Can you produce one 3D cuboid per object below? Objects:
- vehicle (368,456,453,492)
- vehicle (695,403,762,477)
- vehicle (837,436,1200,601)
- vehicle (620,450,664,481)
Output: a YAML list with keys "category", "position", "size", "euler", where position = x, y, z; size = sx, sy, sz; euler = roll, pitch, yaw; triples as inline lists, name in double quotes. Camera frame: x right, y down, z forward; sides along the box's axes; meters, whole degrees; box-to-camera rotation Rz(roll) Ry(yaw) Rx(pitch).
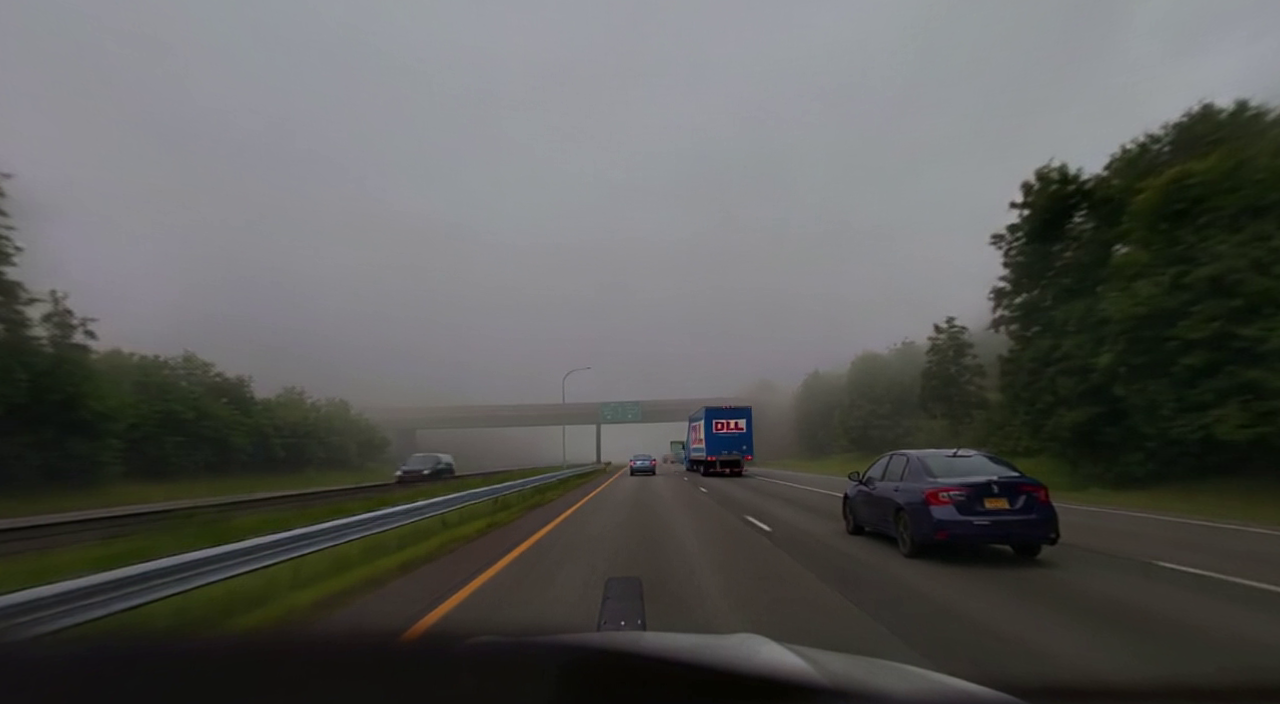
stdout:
- category: "vehicle"
  position: [-9.922, 5.289, 27.629]
  size: [1.937, 1.415, 4.356]
  euler: [-1, -9, 3]
- category: "vehicle"
  position: [5.128, 5.356, 38.023]
  size: [2.838, 3.985, 8.010]
  euler: [0, -9, 0]
- category: "vehicle"
  position: [4.050, 1.818, 7.785]
  size: [1.894, 1.452, 4.164]
  euler: [0, -9, 0]
- category: "vehicle"
  position: [0.086, 5.614, 31.377]
  size: [2.055, 1.445, 3.661]
  euler: [0, -9, 0]
